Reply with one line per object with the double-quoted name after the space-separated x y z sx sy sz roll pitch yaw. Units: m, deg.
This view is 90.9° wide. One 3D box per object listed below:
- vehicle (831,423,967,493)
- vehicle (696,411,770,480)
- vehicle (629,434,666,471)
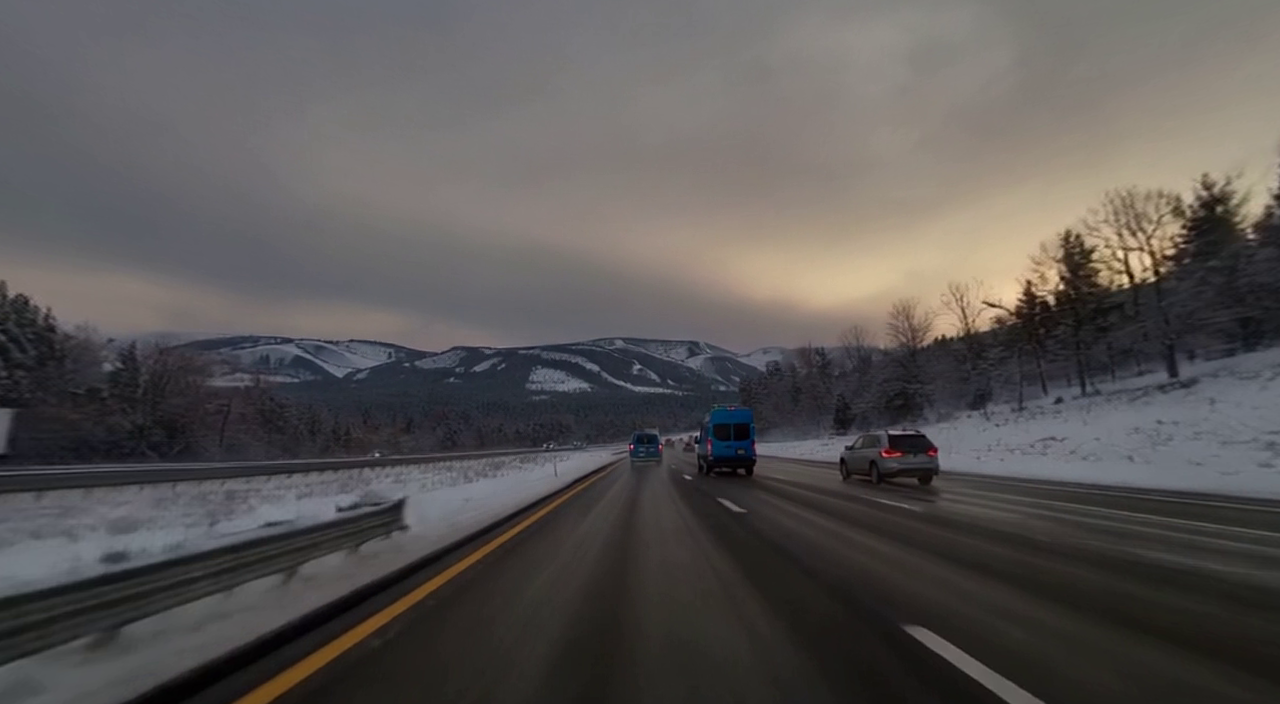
7.973 3.326 20.084 2.240 1.925 4.854 0 -8 0 "vehicle"
3.898 4.083 27.643 2.302 2.670 6.176 0 -8 0 "vehicle"
0.436 6.202 39.177 2.131 2.122 4.473 0 -8 0 "vehicle"
